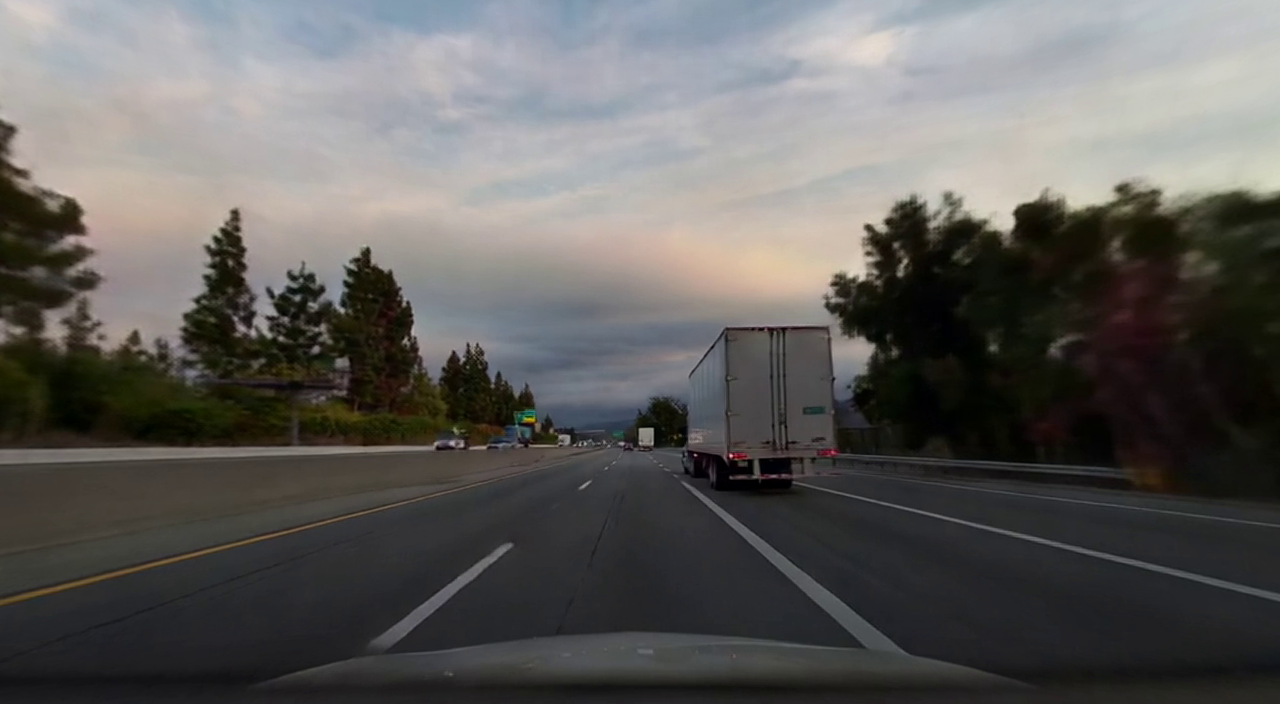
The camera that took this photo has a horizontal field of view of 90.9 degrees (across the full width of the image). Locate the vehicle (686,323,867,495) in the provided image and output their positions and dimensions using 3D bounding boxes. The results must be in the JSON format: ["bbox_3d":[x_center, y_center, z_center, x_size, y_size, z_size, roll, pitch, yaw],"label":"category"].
[{"bbox_3d":[3.861,2.422,22.659,3.323,4.262,14.056,0,-9,0],"label":"vehicle"}]
